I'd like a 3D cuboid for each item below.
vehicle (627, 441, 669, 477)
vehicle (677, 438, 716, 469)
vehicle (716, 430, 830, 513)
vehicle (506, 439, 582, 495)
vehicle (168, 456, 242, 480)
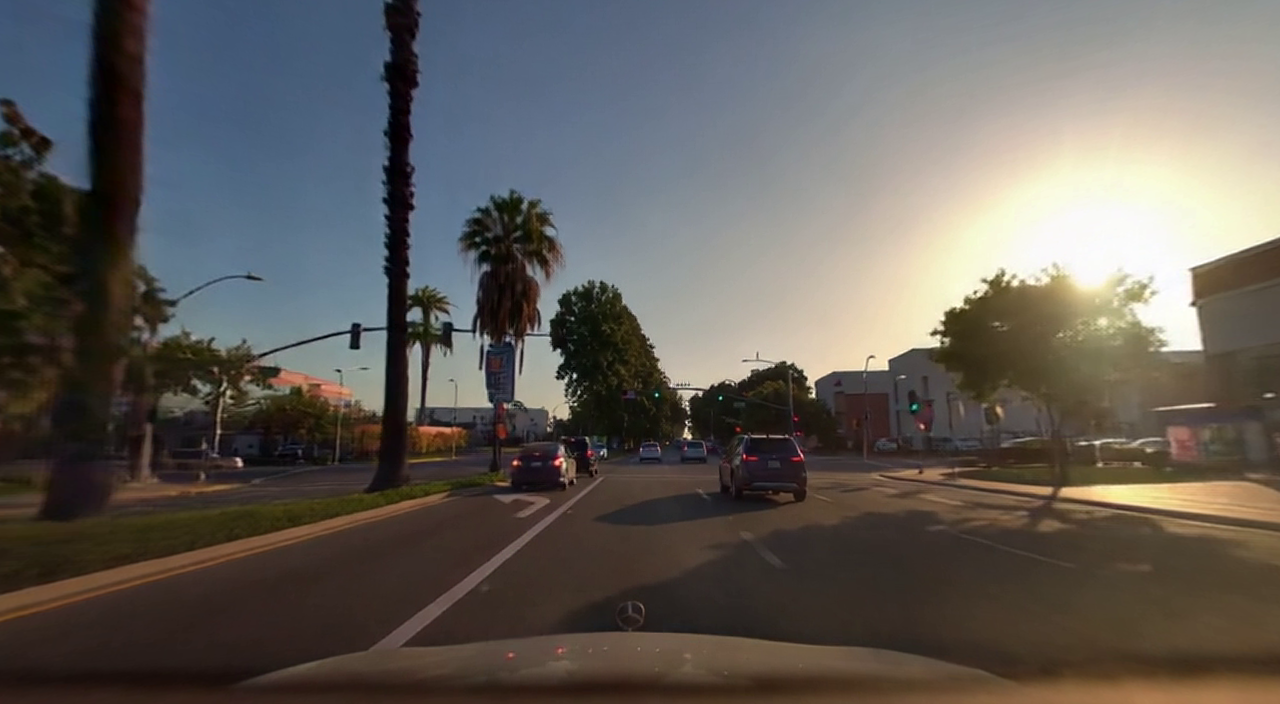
[{"bbox_3d":[0.398,5.353,31.815,1.991,1.664,3.814,0,-8,0],"label":"vehicle"},{"bbox_3d":[3.764,6.879,42.796,2.154,1.975,4.634,0,-8,0],"label":"vehicle"},{"bbox_3d":[3.076,2.835,15.427,1.872,1.752,3.896,0,-8,-1],"label":"vehicle"},{"bbox_3d":[-3.023,3.697,20.713,1.788,1.600,4.298,0,-8,1],"label":"vehicle"},{"bbox_3d":[-31.269,8.323,45.369,3.811,1.628,1.920,0,-8,2],"label":"vehicle"}]
